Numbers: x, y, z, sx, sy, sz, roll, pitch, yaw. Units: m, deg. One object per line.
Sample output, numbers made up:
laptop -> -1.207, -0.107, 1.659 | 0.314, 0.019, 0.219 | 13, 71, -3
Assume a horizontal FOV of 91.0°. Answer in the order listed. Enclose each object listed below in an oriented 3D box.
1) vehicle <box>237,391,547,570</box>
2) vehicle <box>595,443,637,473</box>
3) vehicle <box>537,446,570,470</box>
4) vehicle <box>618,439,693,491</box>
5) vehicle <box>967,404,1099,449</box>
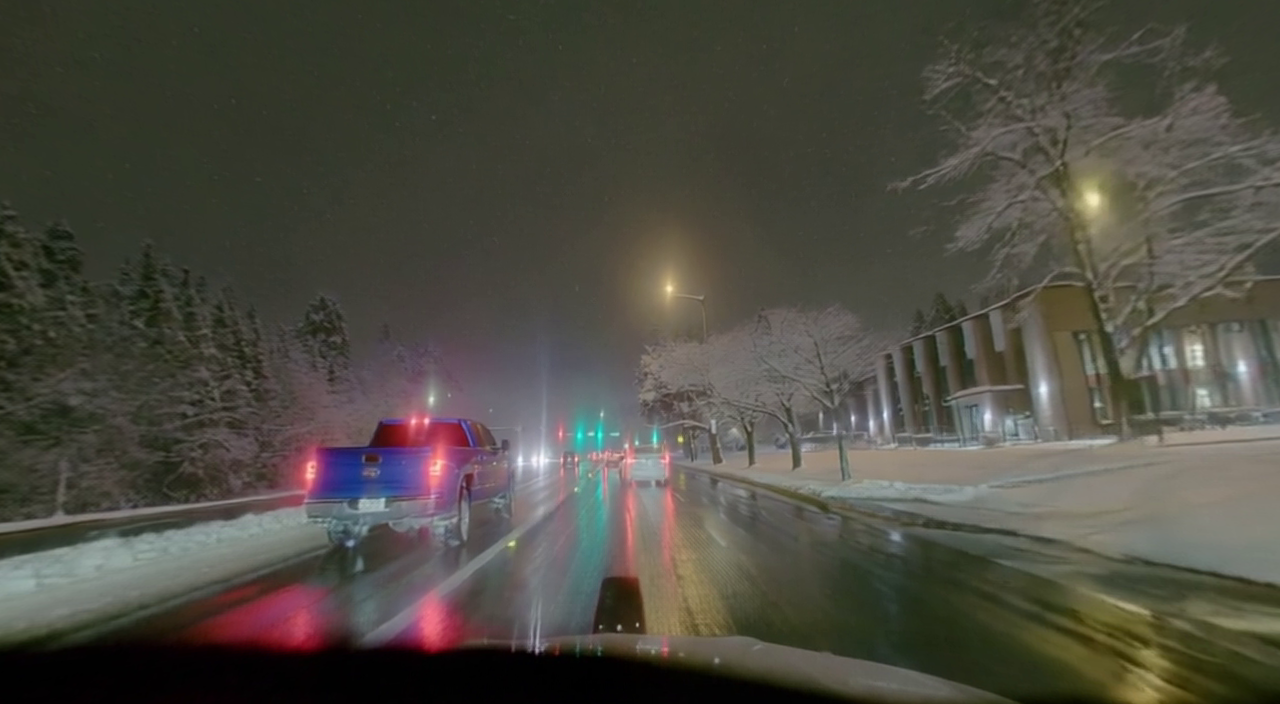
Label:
vehicle -> -3.202, 1.879, 9.985 | 2.512, 1.992, 5.725 | 0, -9, 1
vehicle -> -1.351, 5.769, 34.307 | 2.047, 1.502, 3.873 | 1, -9, -6
vehicle -> -5.650, 6.915, 41.064 | 2.018, 1.458, 4.350 | 1, -9, -8
vehicle -> 0.395, 3.683, 20.798 | 2.142, 1.528, 4.133 | 1, -9, -3
vehicle -> 22.264, 4.338, 36.069 | 6.027, 2.377, 2.245 | -4, -10, 26
